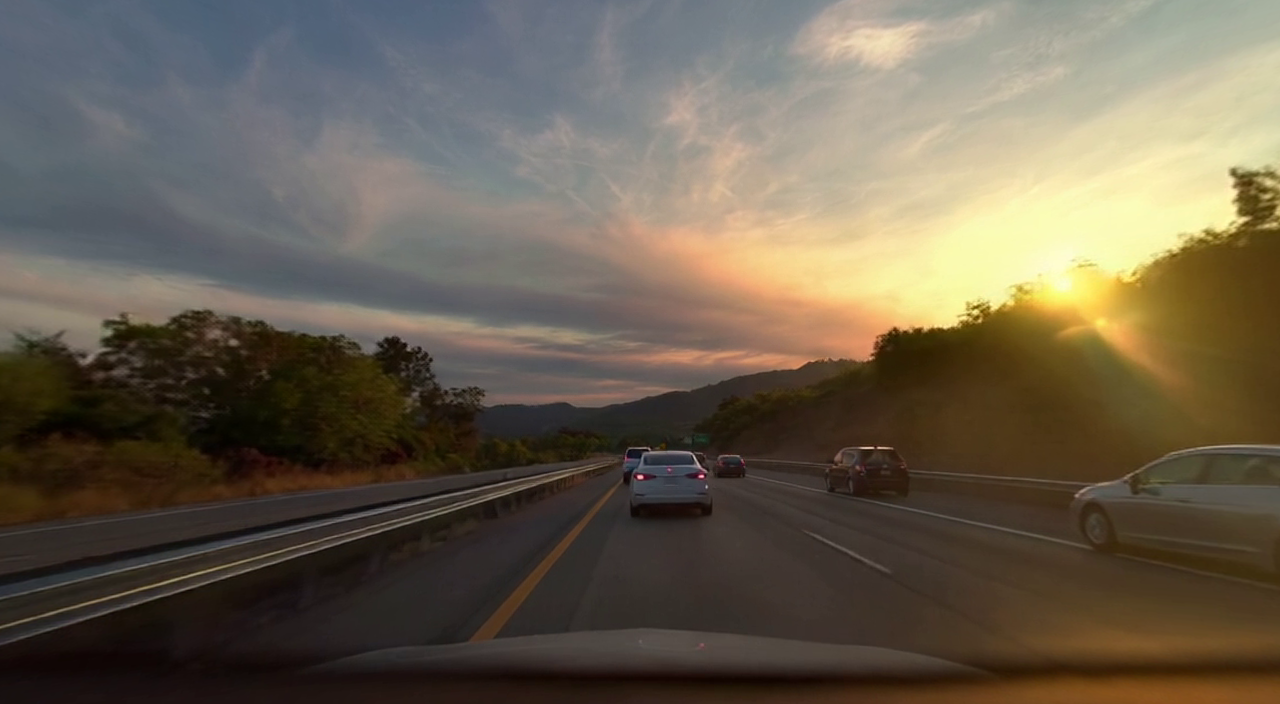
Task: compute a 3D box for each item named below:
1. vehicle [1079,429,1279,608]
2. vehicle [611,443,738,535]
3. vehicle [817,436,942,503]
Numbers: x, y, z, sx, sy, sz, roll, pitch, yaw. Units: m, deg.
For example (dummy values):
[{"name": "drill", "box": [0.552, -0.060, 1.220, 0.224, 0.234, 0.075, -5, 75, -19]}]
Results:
[{"name": "vehicle", "box": [6.361, 1.443, 5.594, 1.965, 1.484, 4.090, 0, -9, 0]}, {"name": "vehicle", "box": [0.565, 2.554, 12.308, 2.076, 1.485, 3.774, 0, -9, 0]}, {"name": "vehicle", "box": [6.804, 3.369, 18.469, 1.980, 1.702, 4.235, 0, -9, 0]}]
